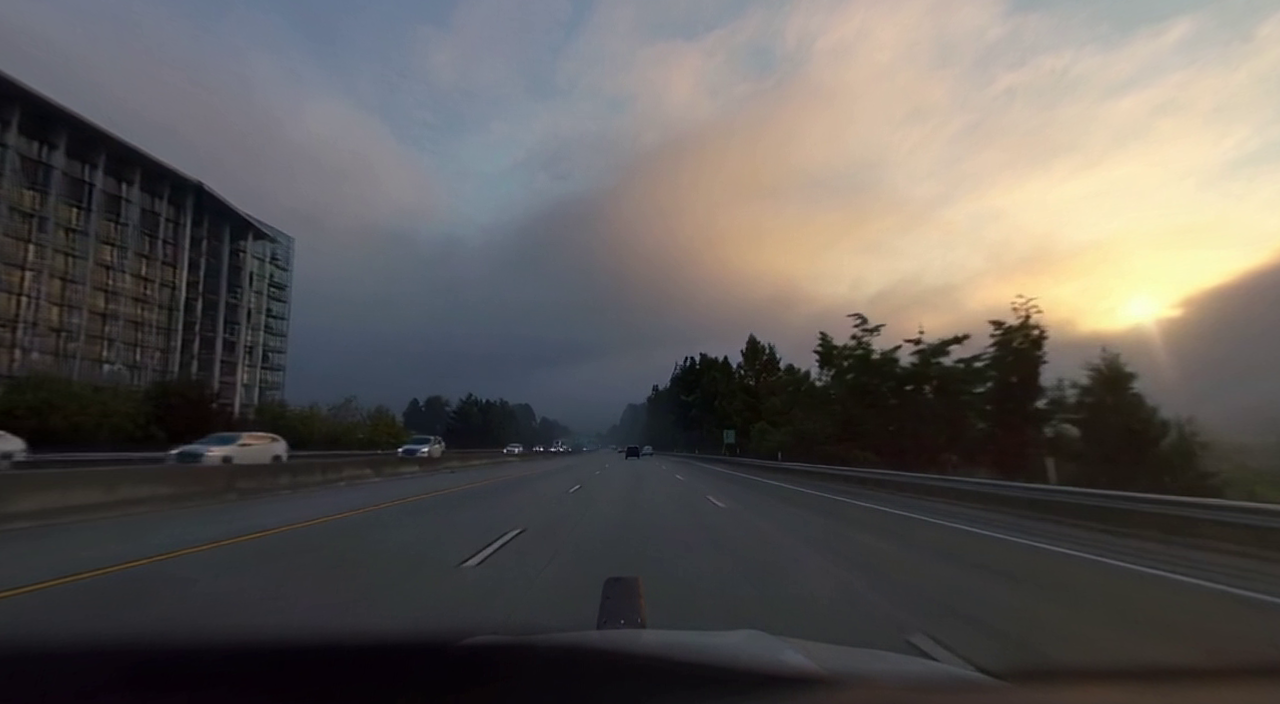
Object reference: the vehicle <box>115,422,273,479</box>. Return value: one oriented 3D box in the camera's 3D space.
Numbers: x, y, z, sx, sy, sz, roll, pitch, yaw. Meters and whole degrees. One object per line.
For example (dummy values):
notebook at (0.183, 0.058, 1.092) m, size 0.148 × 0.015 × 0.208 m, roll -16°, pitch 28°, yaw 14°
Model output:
vehicle at (-14.339, 3.232, 20.663) m, size 1.922 × 1.655 × 4.410 m, roll 0°, pitch -9°, yaw 0°

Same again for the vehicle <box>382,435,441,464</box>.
vehicle at (-15.081, 6.494, 41.906) m, size 1.979 × 1.744 × 5.006 m, roll 0°, pitch -9°, yaw 0°
